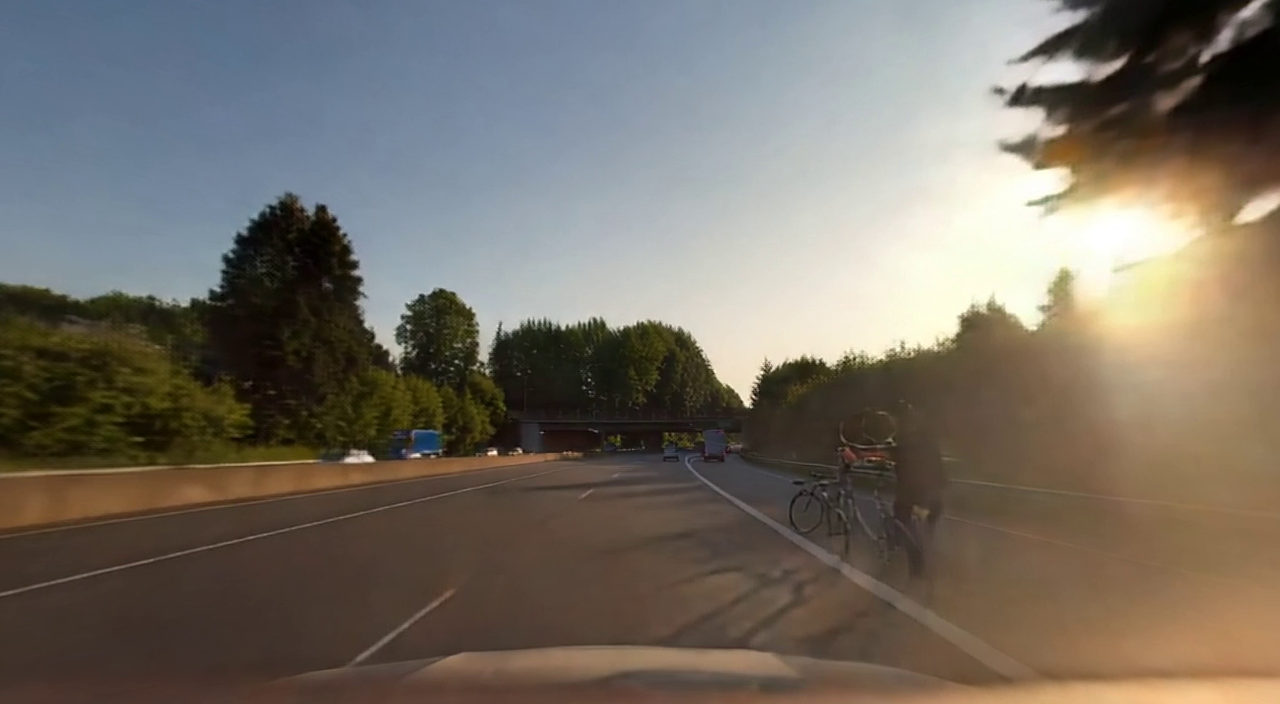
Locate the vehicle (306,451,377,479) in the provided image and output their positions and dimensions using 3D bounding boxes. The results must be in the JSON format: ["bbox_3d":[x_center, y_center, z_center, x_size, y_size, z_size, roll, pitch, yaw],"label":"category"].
[{"bbox_3d":[-17.025,6.461,36.178,1.957,1.482,4.172,0,-9,2],"label":"vehicle"}]
